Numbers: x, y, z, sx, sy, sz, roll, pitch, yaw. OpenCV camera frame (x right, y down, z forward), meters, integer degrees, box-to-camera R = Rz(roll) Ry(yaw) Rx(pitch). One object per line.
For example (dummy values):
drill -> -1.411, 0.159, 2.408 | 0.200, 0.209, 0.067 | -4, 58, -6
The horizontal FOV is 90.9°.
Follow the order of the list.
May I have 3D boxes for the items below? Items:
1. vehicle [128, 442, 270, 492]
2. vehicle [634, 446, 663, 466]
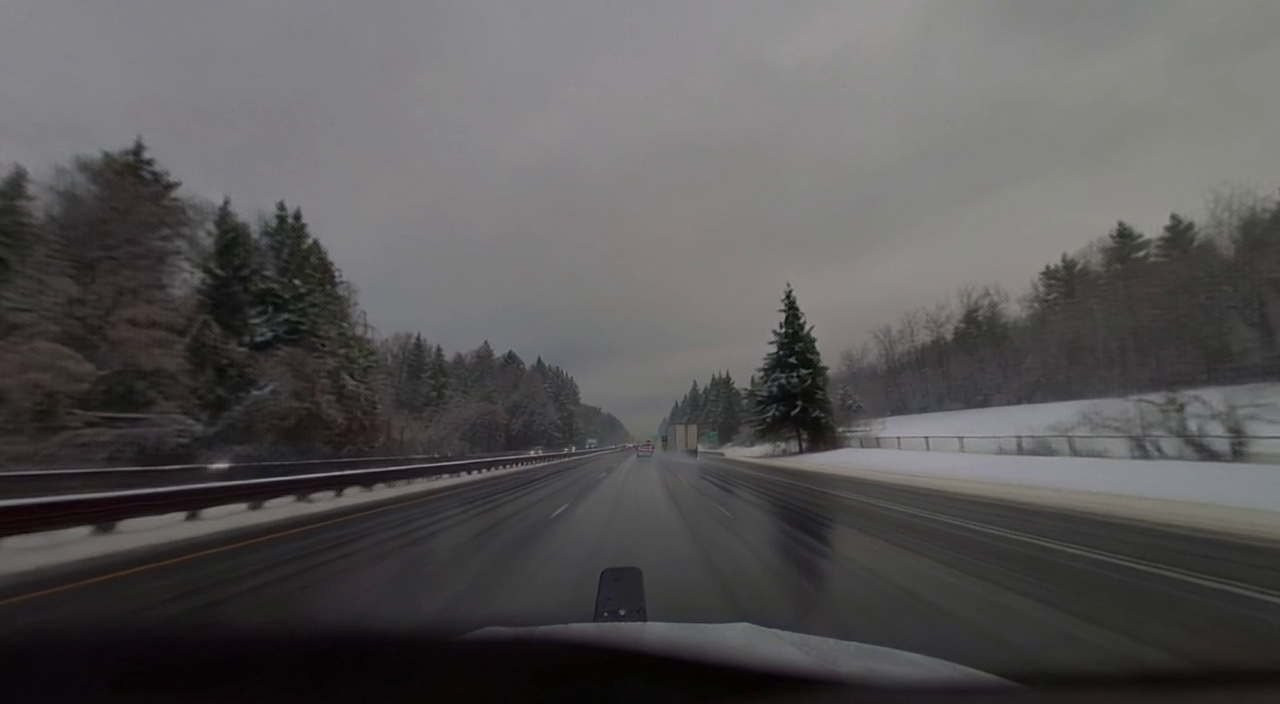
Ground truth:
vehicle -> -15.464, 4.044, 22.451 | 1.906, 1.582, 4.254 | 0, -9, 1
vehicle -> 0.636, 7.731, 46.932 | 2.023, 1.434, 4.236 | 0, -9, 1
